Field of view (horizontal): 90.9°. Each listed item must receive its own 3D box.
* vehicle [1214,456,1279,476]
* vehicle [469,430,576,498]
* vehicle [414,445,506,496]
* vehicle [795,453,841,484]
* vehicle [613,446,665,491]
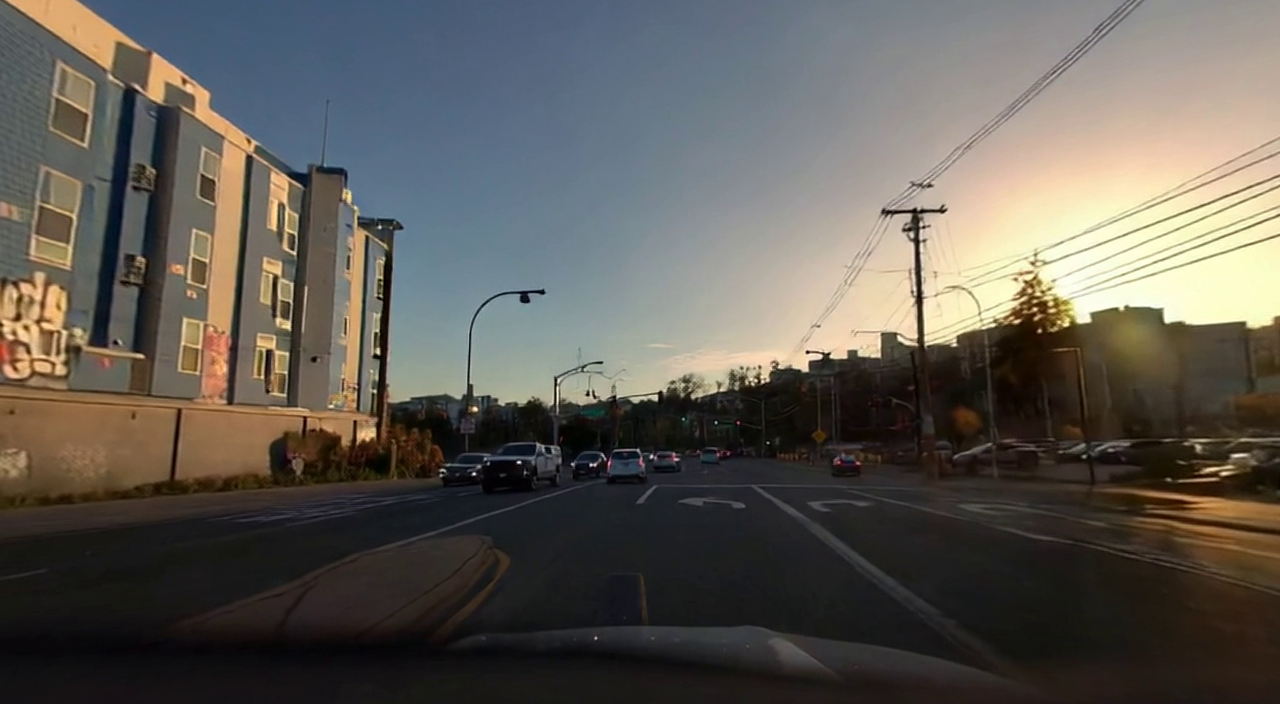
[{"bbox_3d":[47.347,8.730,48.408,4.384,1.495,1.963,-1,-8,4],"label":"vehicle"},{"bbox_3d":[-4.257,4.257,24.131,2.515,2.248,5.821,-1,-10,5],"label":"vehicle"},{"bbox_3d":[-7.042,4.717,25.232,2.123,1.831,4.304,-1,-10,4],"label":"vehicle"},{"bbox_3d":[11.254,7.331,40.073,1.952,1.749,4.311,-1,-8,5],"label":"vehicle"},{"bbox_3d":[0.018,5.195,28.585,2.160,1.786,4.702,0,-8,2],"label":"vehicle"}]
